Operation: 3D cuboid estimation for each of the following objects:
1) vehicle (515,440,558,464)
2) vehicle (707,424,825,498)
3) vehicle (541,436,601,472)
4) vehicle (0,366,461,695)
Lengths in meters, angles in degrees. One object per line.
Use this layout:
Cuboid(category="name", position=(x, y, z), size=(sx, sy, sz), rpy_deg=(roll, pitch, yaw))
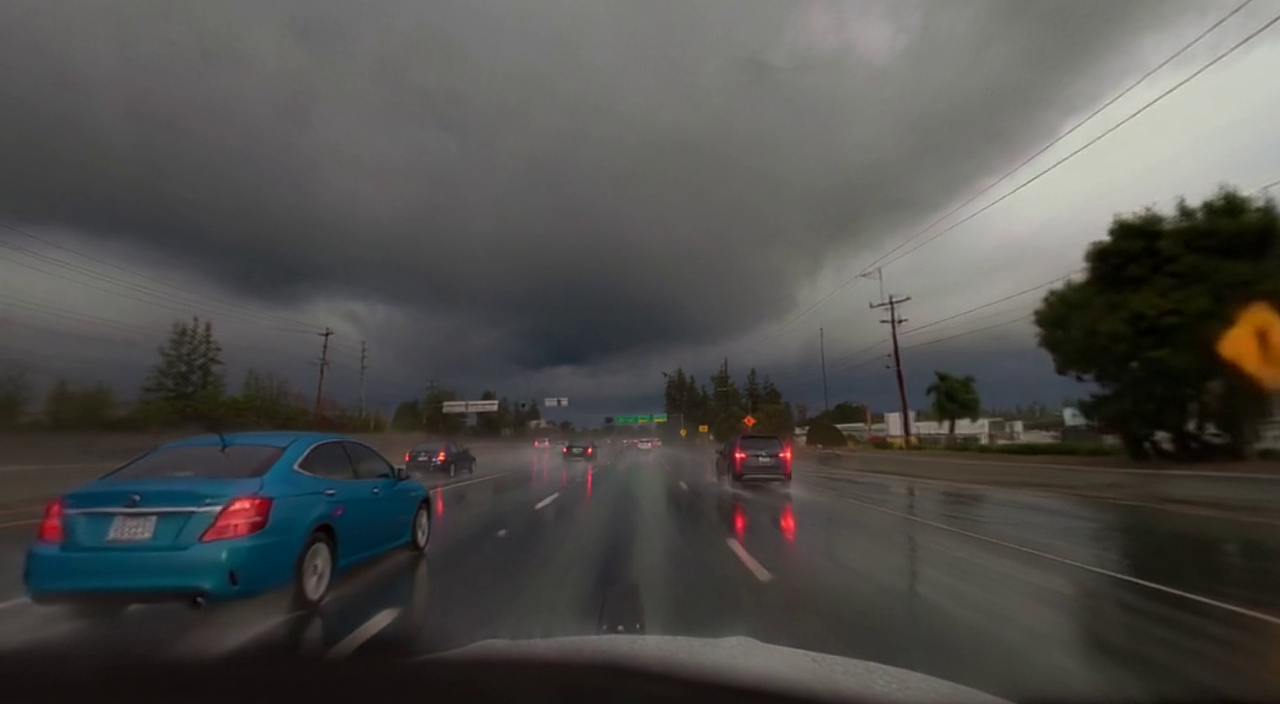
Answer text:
Cuboid(category="vehicle", position=(-6.538, 6.362, 40.345), size=(1.877, 1.474, 4.475), rpy_deg=(0, -8, 2))
Cuboid(category="vehicle", position=(3.080, 2.786, 16.501), size=(2.100, 1.659, 4.387), rpy_deg=(0, -8, -1))
Cuboid(category="vehicle", position=(-3.019, 4.591, 28.596), size=(2.066, 1.488, 4.377), rpy_deg=(0, -8, 2))
Cuboid(category="vehicle", position=(-3.259, 1.237, 5.522), size=(2.104, 1.707, 4.338), rpy_deg=(0, -8, 0))
